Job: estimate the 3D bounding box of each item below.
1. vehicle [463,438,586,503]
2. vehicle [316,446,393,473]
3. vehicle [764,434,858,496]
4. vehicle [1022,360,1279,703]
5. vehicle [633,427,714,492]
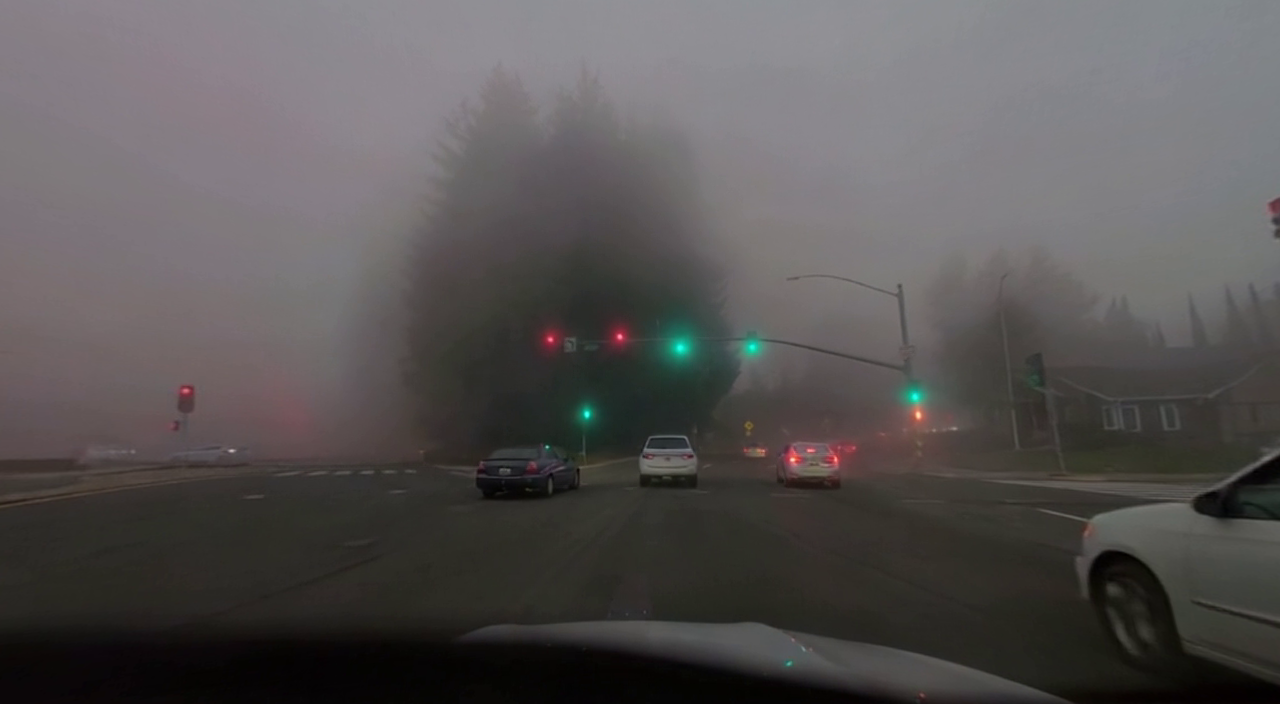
[{"bbox_3d":[-2.844,3.056,16.743,2.006,1.464,4.586,-1,-9,5],"label":"vehicle"},{"bbox_3d":[-16.368,6.179,36.428,1.869,1.449,4.417,-2,-9,9],"label":"vehicle"},{"bbox_3d":[4.678,3.128,17.764,1.859,1.540,3.454,-1,-9,4],"label":"vehicle"},{"bbox_3d":[3.594,0.749,1.807,2.106,1.636,4.655,-1,-9,1],"label":"vehicle"},{"bbox_3d":[1.144,3.356,19.953,2.250,1.768,4.574,-1,-9,5],"label":"vehicle"}]
